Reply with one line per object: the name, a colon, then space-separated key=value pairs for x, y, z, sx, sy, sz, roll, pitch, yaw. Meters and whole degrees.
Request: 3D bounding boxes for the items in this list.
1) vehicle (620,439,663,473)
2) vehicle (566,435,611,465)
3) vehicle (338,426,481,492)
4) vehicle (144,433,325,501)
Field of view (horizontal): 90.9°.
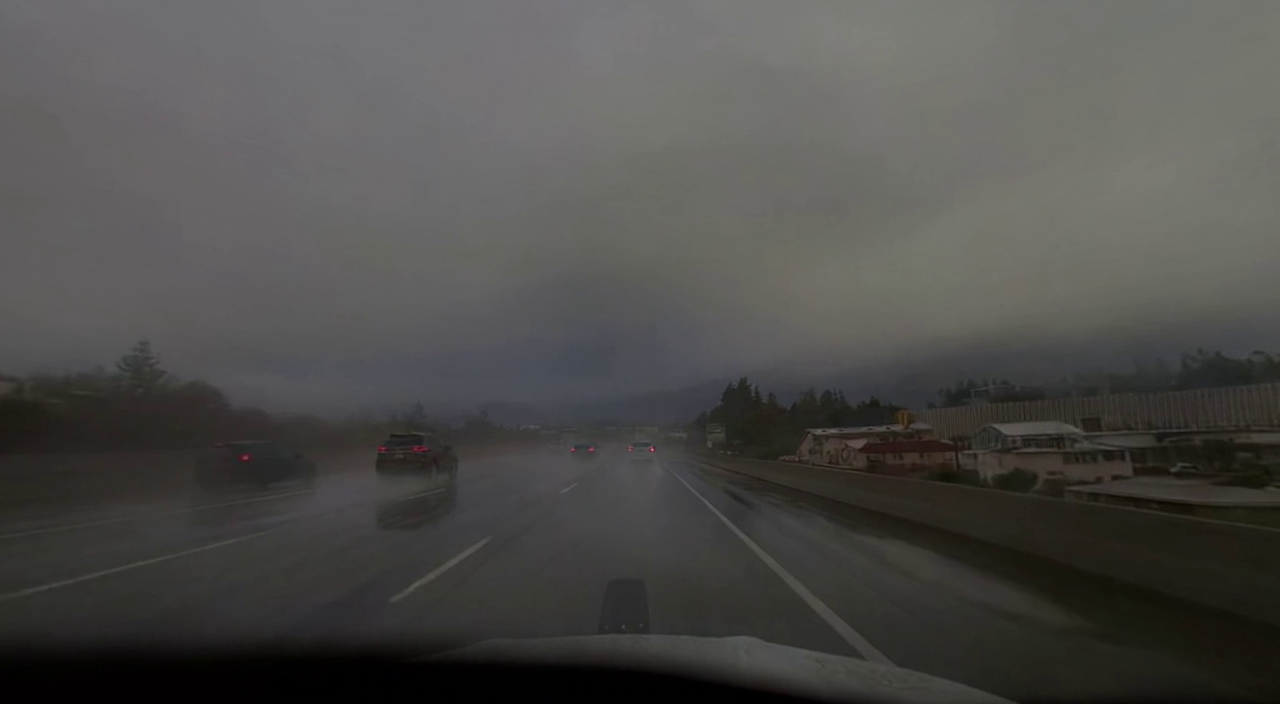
vehicle: x=0.076 y=5.553 z=34.044 sx=2.135 sy=1.697 sz=4.757 roll=0 pitch=-8 yaw=0
vehicle: x=-3.727 y=7.235 z=46.819 sx=2.751 sy=2.050 sz=5.761 roll=0 pitch=-8 yaw=1
vehicle: x=-7.506 y=3.571 z=21.490 sx=2.521 sy=1.901 sz=5.988 roll=0 pitch=-8 yaw=1
vehicle: x=-11.591 y=3.296 z=18.555 sx=2.187 sy=1.726 sz=4.634 roll=0 pitch=-8 yaw=1
